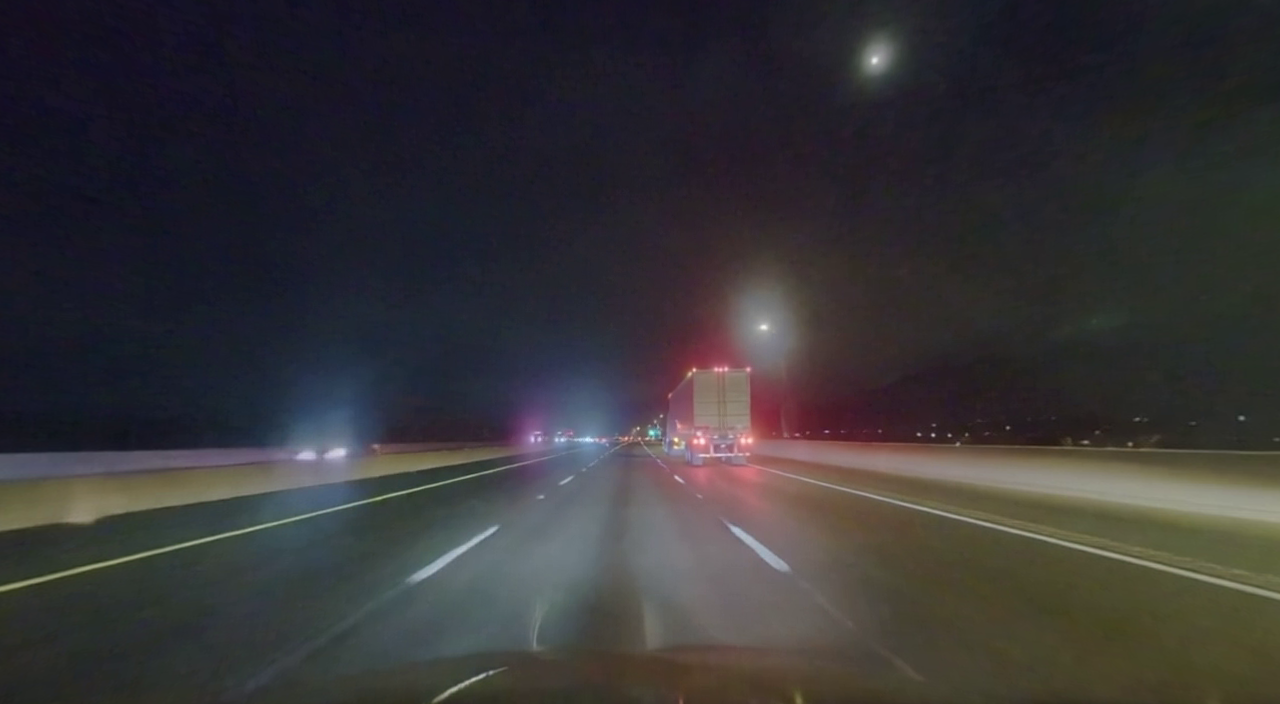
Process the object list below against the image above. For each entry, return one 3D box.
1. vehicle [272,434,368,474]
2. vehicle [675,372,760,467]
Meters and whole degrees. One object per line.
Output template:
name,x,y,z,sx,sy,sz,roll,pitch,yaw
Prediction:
vehicle,-14.259,4.530,28.350,1.945,1.643,4.614,0,-8,-1
vehicle,3.484,3.399,30.669,2.859,3.981,8.596,0,-8,-1
